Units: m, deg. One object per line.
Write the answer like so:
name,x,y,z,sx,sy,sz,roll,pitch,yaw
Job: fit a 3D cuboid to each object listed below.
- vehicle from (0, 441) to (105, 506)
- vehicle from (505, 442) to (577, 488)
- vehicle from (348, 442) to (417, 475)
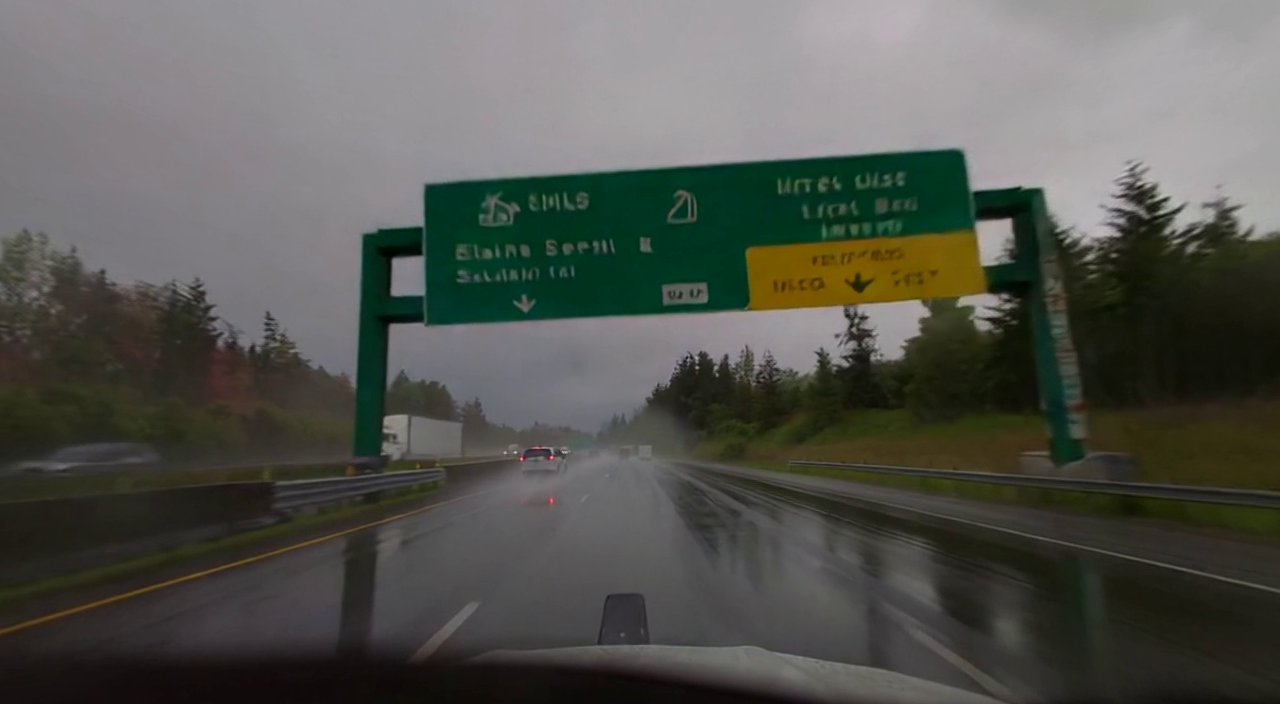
vehicle,-15.691,2.958,15.458,1.824,1.473,3.744,0,-9,-1
vehicle,-3.726,4.330,24.460,2.028,1.584,4.481,0,-9,1
vehicle,-12.454,5.177,30.766,1.763,1.475,3.913,0,-9,-1
